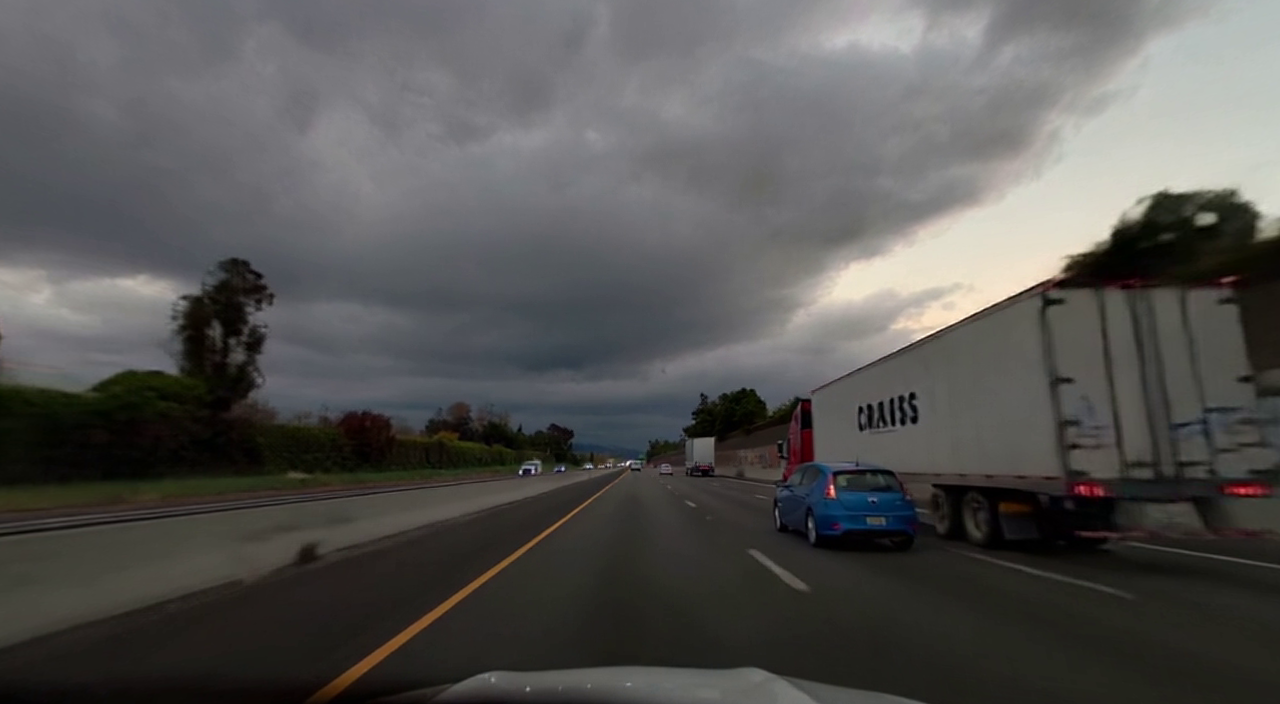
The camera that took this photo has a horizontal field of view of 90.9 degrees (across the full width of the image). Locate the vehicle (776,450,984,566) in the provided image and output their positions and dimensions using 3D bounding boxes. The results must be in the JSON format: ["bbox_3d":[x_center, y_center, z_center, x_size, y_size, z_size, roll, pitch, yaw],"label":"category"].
[{"bbox_3d":[3.747,2.534,10.636,2.011,1.574,3.512,-1,-11,-1],"label":"vehicle"}]

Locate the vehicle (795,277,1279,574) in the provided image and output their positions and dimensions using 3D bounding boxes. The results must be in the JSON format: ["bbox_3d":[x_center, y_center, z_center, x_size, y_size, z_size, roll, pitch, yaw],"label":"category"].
[{"bbox_3d":[7.912,2.449,16.897,3.298,4.017,16.824,1,-10,0],"label":"vehicle"}]
